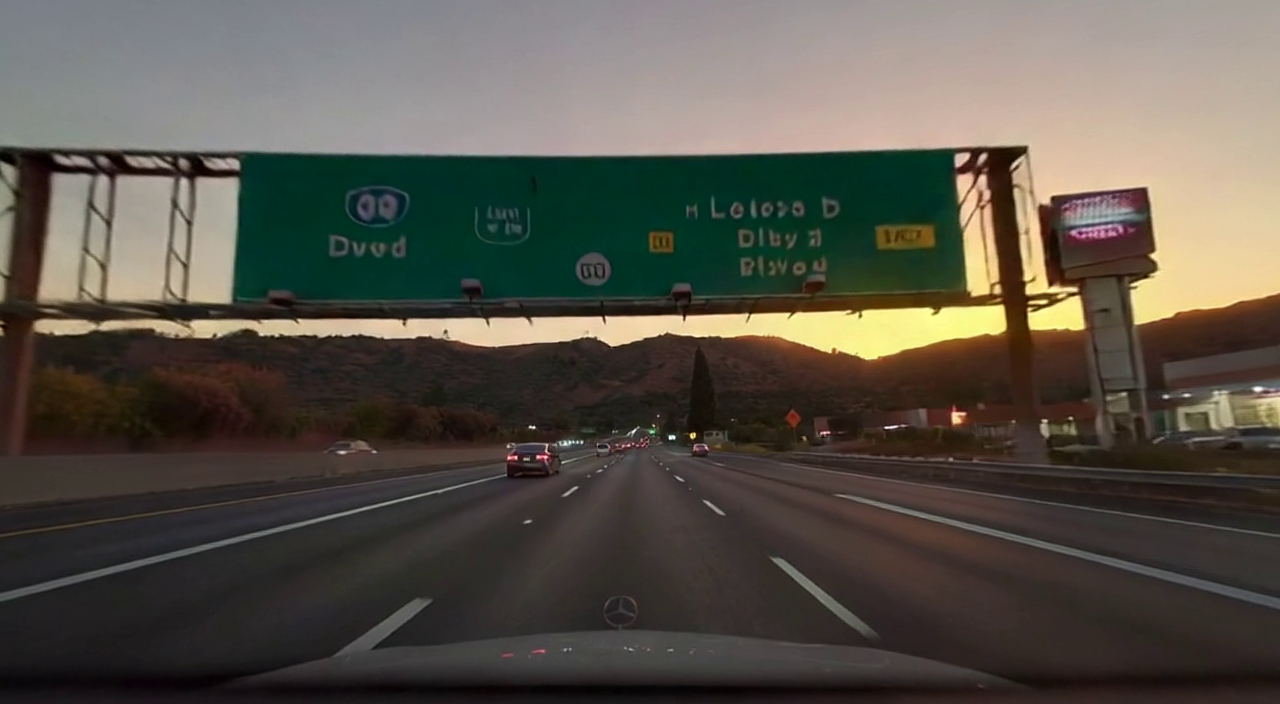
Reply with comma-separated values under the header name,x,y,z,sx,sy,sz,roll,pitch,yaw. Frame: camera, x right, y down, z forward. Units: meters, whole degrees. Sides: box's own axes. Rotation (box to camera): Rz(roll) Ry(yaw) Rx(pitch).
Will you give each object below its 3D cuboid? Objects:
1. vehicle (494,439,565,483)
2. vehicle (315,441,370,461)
name,x,y,z,sx,sy,sz,roll,pitch,yaw
vehicle,-4.133,4.132,24.249,1.939,1.508,4.272,0,-8,0
vehicle,-23.347,7.800,49.752,1.964,1.458,4.729,0,-8,1
